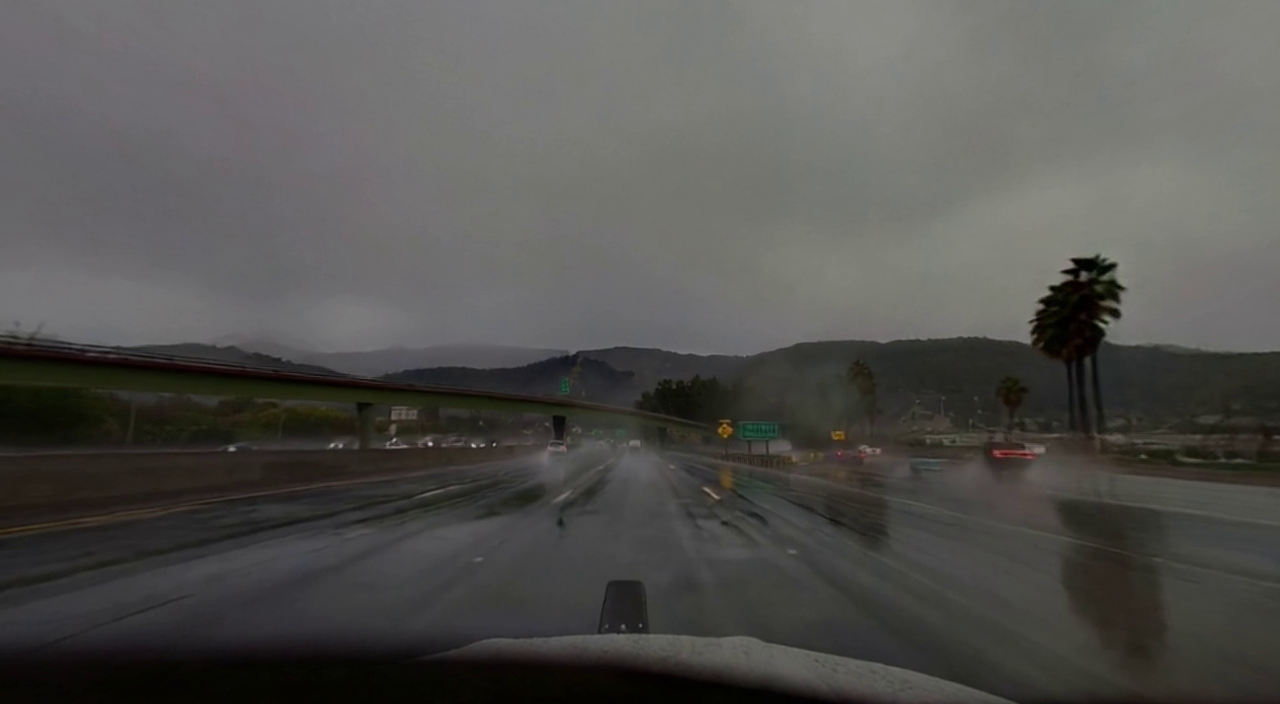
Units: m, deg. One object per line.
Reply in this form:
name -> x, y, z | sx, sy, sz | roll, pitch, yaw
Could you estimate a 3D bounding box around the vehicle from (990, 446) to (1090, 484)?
vehicle -> 20.266, 5.709, 32.089 | 2.294, 1.737, 4.708 | -1, -8, 5
